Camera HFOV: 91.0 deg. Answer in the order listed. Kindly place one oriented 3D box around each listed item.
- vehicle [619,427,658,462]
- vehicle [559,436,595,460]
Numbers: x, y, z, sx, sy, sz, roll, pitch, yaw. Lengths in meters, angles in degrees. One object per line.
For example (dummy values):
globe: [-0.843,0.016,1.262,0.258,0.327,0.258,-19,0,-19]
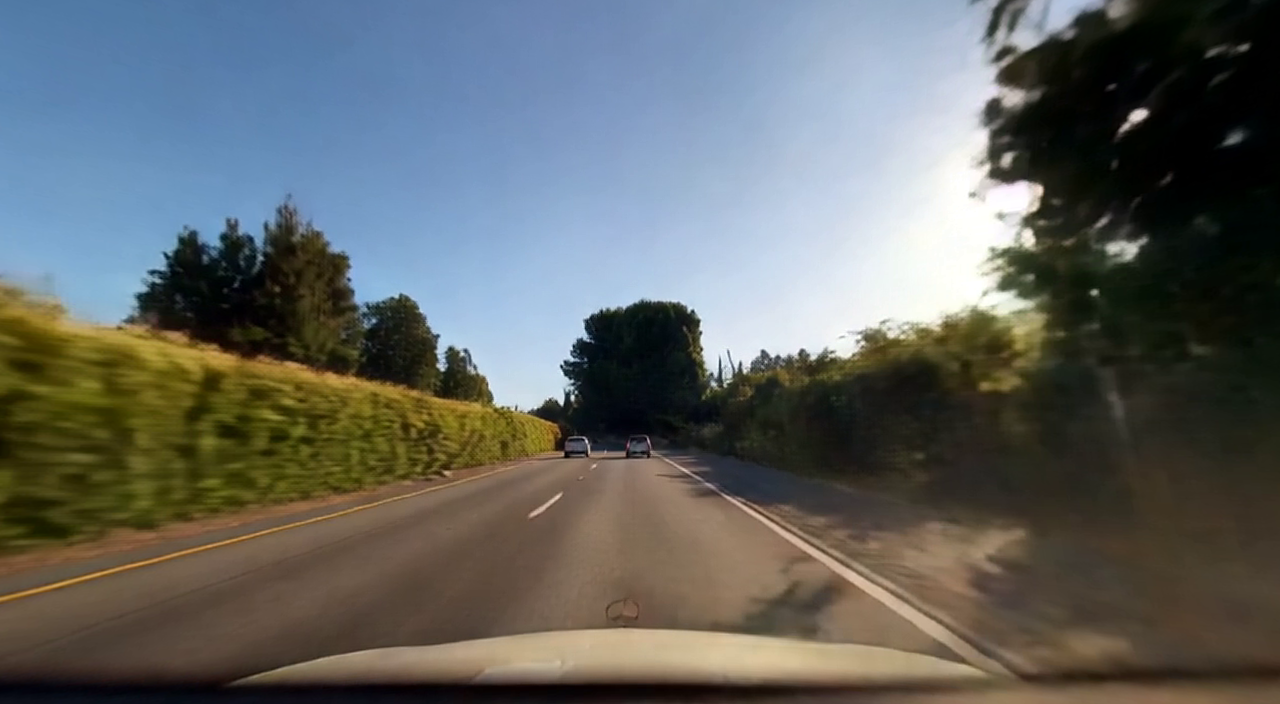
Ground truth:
vehicle: [-0.166,5.609,38.358,2.223,1.957,4.416,0,-8,-2]
vehicle: [-4.213,6.463,42.524,2.062,1.567,4.117,0,-8,-1]
